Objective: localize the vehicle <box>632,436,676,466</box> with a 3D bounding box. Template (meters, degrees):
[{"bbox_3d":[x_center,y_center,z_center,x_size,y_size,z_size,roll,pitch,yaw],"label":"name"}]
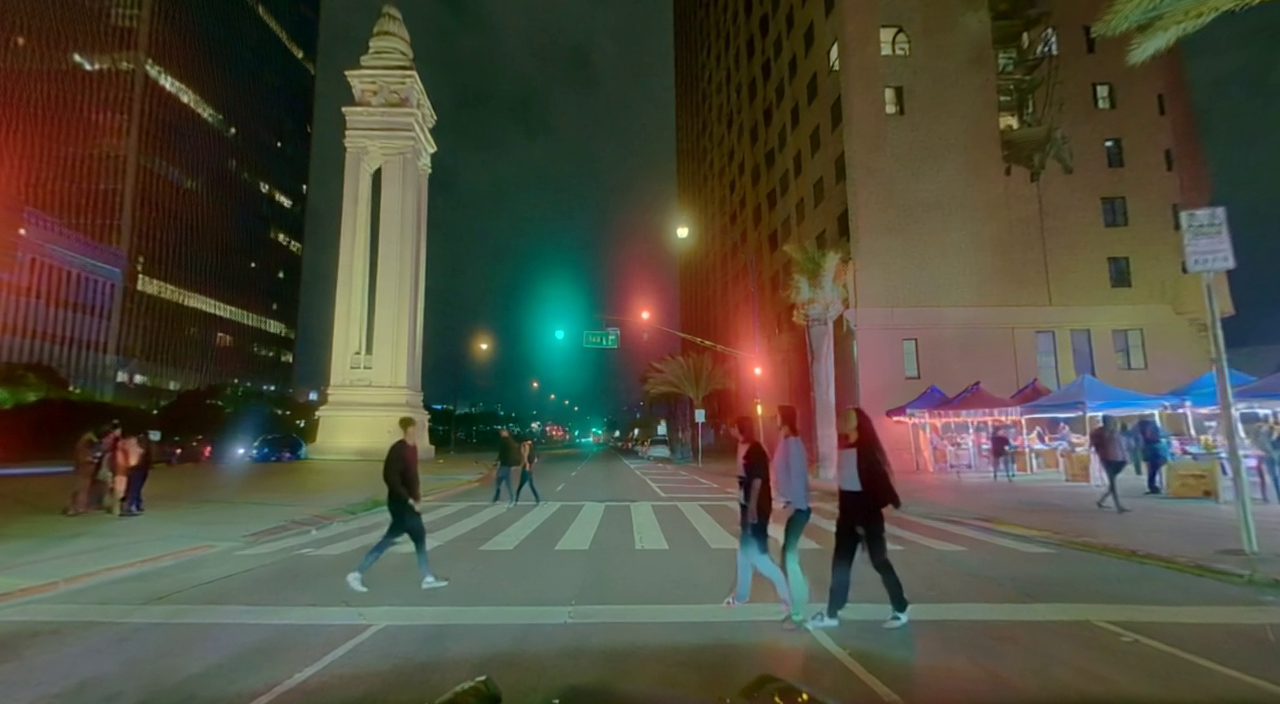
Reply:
[{"bbox_3d":[0.936,7.282,46.565,2.322,2.071,5.366,1,-9,-9],"label":"vehicle"}]
